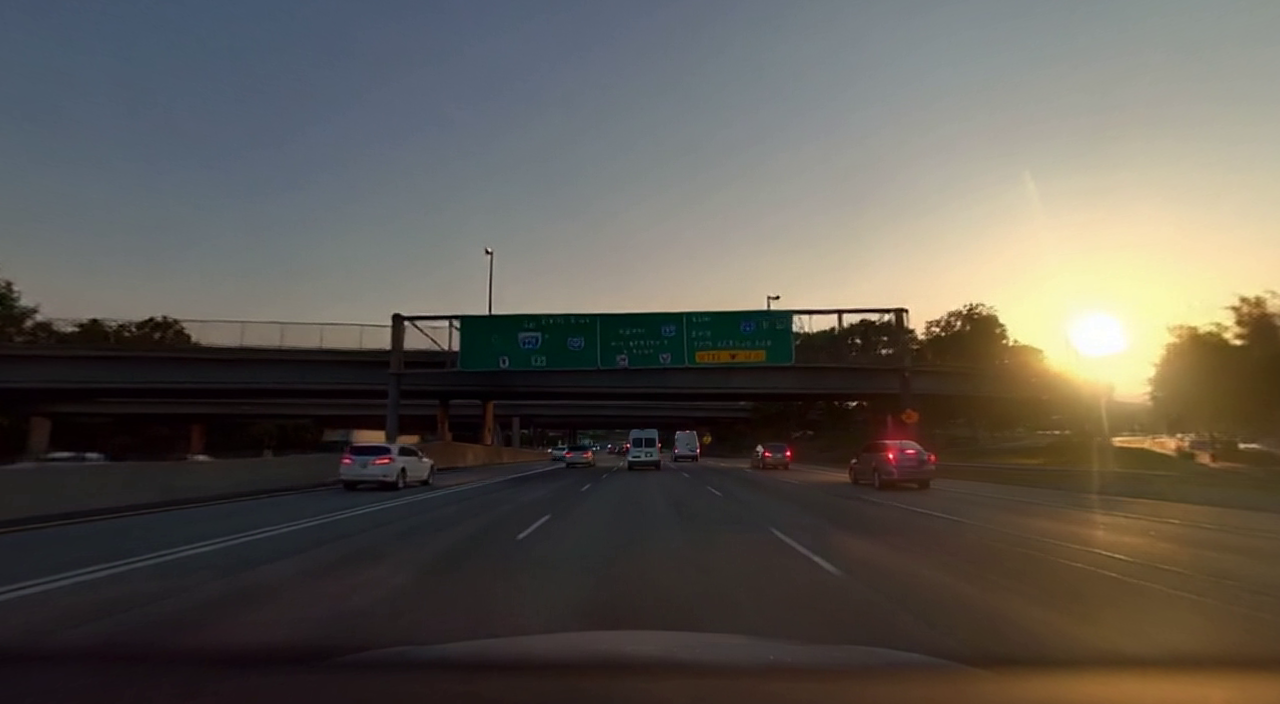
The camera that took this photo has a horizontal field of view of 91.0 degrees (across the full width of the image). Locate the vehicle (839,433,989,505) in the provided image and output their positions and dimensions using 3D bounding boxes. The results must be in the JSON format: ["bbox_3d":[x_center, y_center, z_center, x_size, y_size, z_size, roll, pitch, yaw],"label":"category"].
[{"bbox_3d":[7.197,3.107,17.186,2.146,1.678,4.489,0,-9,2],"label":"vehicle"}]

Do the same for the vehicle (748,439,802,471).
[{"bbox_3d":[7.995,6.165,37.913,2.147,1.808,5.243,0,-9,0],"label":"vehicle"}]

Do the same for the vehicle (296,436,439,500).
[{"bbox_3d":[-7.710,3.315,18.432,2.108,1.619,4.548,0,-8,1],"label":"vehicle"}]

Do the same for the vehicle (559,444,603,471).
[{"bbox_3d":[-3.610,6.533,39.216,2.173,1.542,4.781,0,-9,1],"label":"vehicle"}]

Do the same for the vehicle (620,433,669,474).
[{"bbox_3d":[0.257,5.509,34.433,2.509,2.062,4.639,0,-9,0],"label":"vehicle"}]
